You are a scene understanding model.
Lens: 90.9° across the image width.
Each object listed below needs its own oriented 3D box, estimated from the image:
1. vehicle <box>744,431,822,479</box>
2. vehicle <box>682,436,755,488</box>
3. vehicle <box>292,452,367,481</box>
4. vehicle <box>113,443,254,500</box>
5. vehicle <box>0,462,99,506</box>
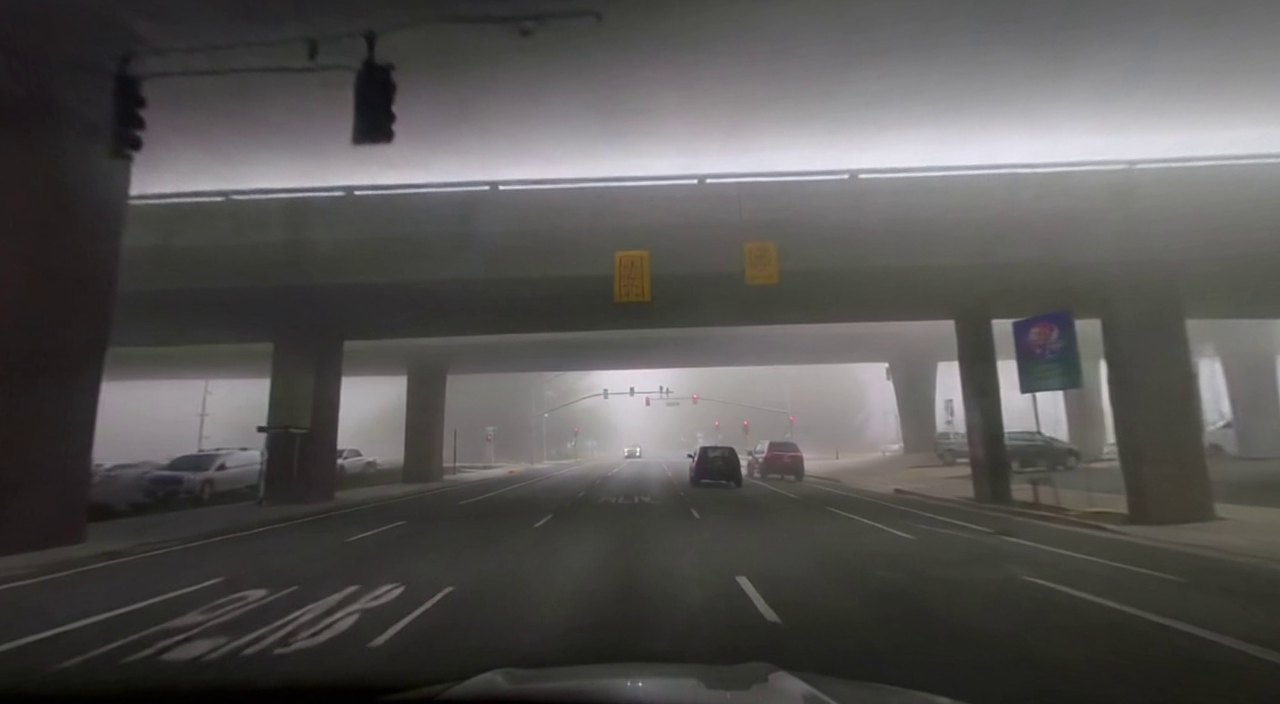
[{"bbox_3d":[6.859,5.024,31.094,2.433,2.116,5.789,0,-8,-1],"label":"vehicle"},{"bbox_3d":[2.554,3.677,21.346,1.947,1.576,3.825,0,-8,0],"label":"vehicle"},{"bbox_3d":[-17.800,6.541,36.400,1.985,1.505,4.275,-1,-8,2],"label":"vehicle"},{"bbox_3d":[-18.006,4.689,25.244,2.167,2.024,4.589,0,-8,0],"label":"vehicle"},{"bbox_3d":[-24.589,5.168,24.821,2.128,1.493,4.955,-1,-8,2],"label":"vehicle"}]
